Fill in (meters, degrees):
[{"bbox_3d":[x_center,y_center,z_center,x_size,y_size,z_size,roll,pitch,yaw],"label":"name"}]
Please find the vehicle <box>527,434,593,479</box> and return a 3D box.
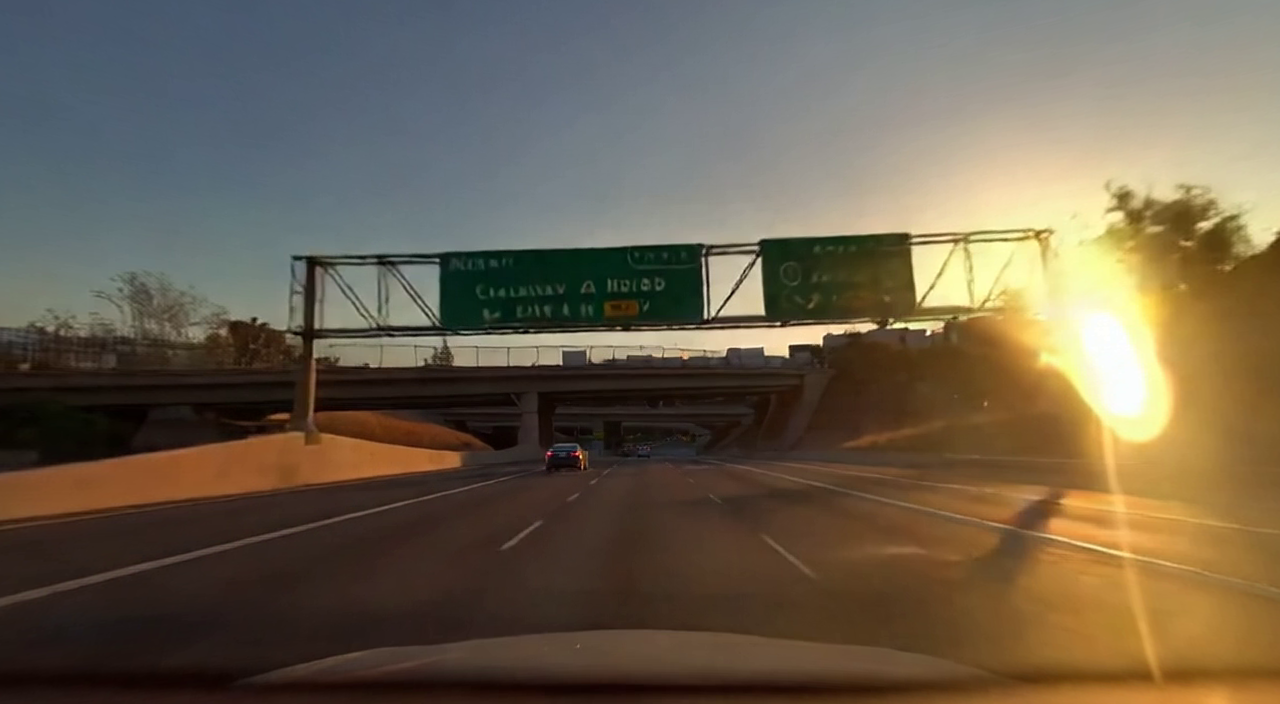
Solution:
[{"bbox_3d":[-3.189,4.274,26.054,2.072,1.706,4.359,0,-8,1],"label":"vehicle"}]
